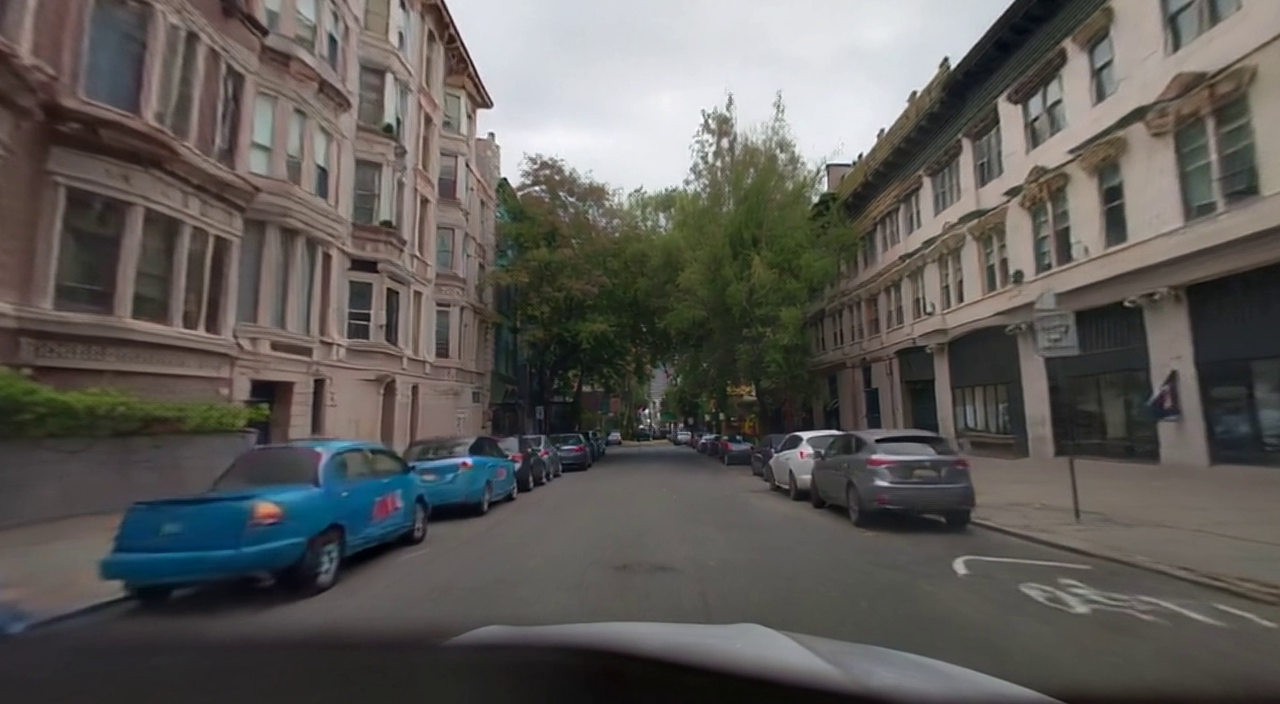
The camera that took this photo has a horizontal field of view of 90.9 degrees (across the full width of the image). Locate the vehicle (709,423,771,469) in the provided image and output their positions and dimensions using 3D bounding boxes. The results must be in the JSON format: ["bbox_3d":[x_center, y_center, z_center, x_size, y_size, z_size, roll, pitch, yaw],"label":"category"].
[{"bbox_3d":[4.245,4.037,27.413,1.879,1.802,4.574,0,-7,-1],"label":"vehicle"}]

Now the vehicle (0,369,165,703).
[{"bbox_3d":[-3.291,0.714,1.108,1.867,1.519,3.920,2,-4,-1],"label":"vehicle"}]

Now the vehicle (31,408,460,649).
[{"bbox_3d":[-3.445,1.458,6.643,1.859,1.508,4.144,2,-3,0],"label":"vehicle"}]

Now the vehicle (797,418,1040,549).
[{"bbox_3d":[3.825,1.811,9.518,1.896,1.549,3.845,0,-7,0],"label":"vehicle"}]
